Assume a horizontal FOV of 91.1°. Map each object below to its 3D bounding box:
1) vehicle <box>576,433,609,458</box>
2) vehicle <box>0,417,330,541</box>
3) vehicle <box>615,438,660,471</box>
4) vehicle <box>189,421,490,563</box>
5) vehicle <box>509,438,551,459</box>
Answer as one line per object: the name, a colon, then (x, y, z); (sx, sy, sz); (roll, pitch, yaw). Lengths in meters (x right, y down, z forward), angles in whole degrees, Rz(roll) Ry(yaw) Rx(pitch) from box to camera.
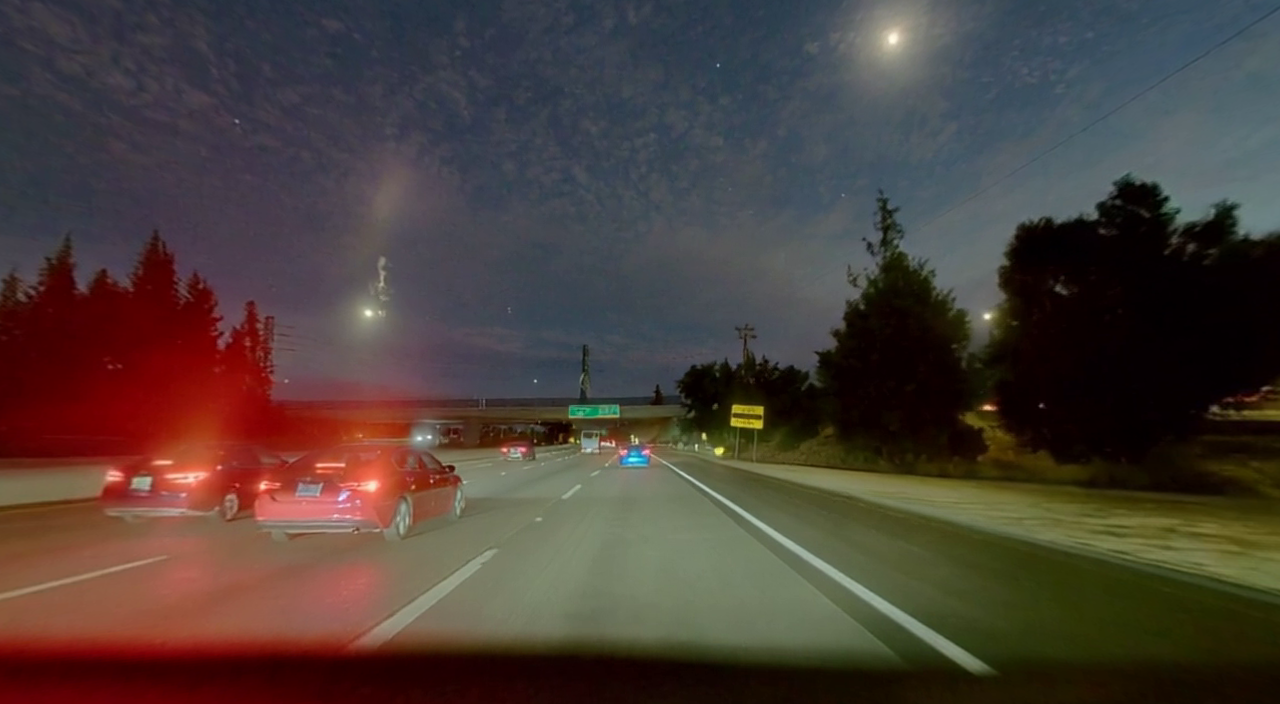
vehicle: (-3.587, 7.107, 47.754); (2.174, 1.806, 3.932); (0, -8, 1)
vehicle: (-7.481, 2.020, 10.664); (1.968, 1.614, 4.674); (0, -8, 1)
vehicle: (-0.117, 4.812, 29.609); (1.954, 1.460, 3.983); (0, -8, -1)
vehicle: (-3.790, 1.846, 9.108); (2.035, 1.514, 4.600); (0, -8, 1)
vehicle: (-7.916, 6.991, 45.563); (2.053, 1.486, 5.050); (0, -8, 1)
